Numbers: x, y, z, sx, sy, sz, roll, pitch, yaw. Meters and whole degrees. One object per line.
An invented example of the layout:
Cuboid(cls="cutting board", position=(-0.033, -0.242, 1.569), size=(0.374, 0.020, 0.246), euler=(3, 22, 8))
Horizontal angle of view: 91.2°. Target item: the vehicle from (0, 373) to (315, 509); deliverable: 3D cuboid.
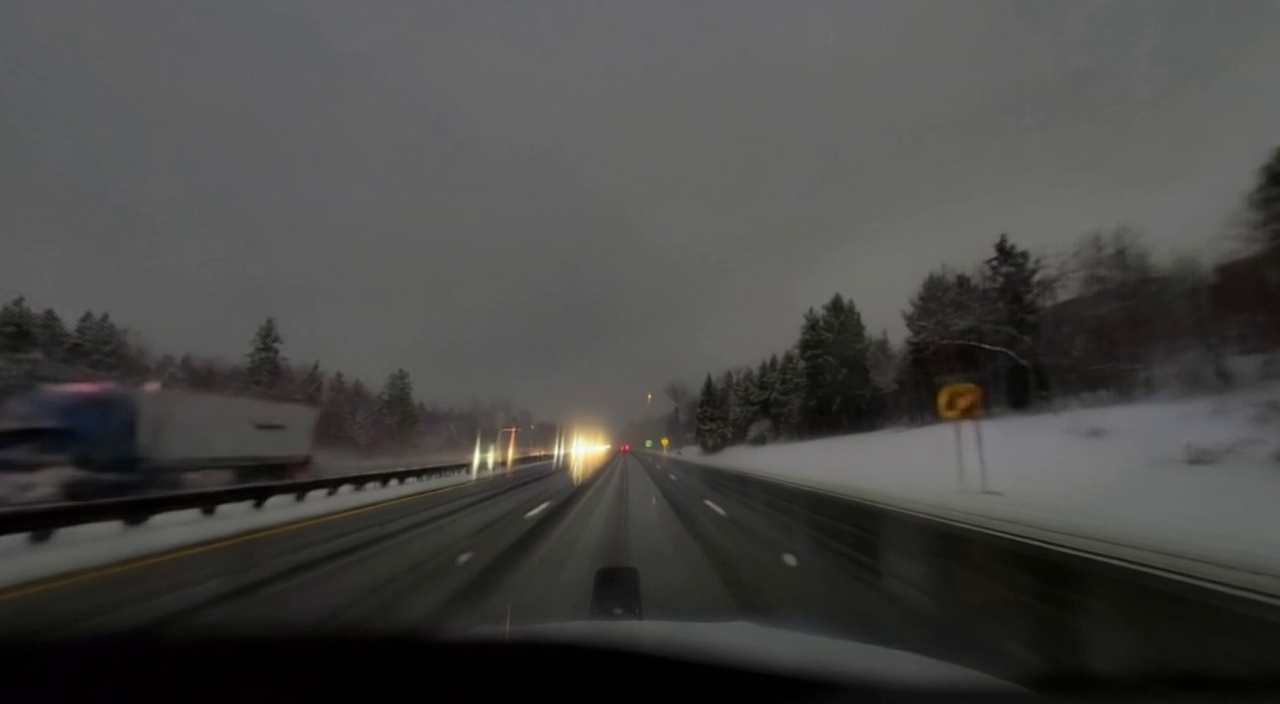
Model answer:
Cuboid(cls="vehicle", position=(-17.187, 3.389, 23.391), size=(3.293, 3.600, 13.598), euler=(0, -9, -2))
